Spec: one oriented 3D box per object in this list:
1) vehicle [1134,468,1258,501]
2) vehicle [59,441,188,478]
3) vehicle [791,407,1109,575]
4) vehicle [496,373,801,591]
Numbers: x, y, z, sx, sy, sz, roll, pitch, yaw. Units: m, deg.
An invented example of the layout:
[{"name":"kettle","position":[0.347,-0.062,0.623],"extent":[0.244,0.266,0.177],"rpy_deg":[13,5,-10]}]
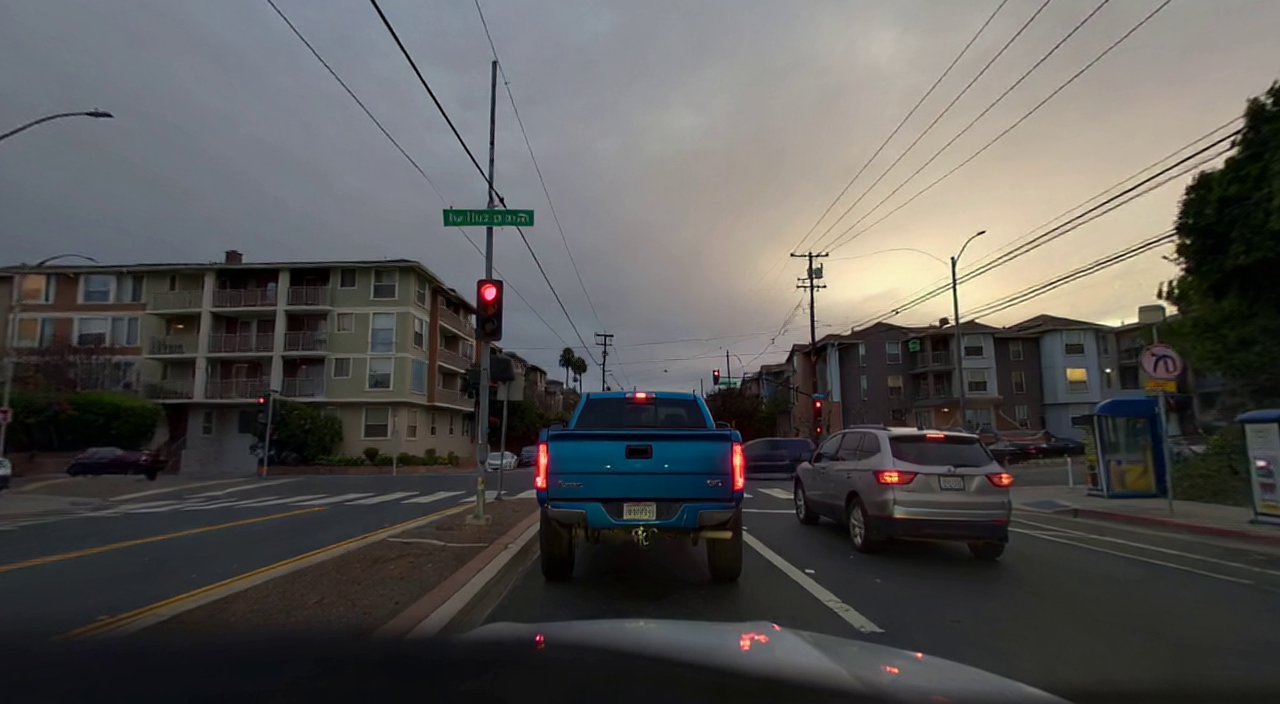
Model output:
[{"name":"vehicle","position":[26.367,6.276,29.985],"extent":[4.071,1.388,1.884],"rpy_deg":[0,-8,1]},{"name":"vehicle","position":[-24.866,5.182,30.475],"extent":[4.563,1.692,1.778],"rpy_deg":[0,-8,-1]},{"name":"vehicle","position":[3.849,1.816,9.097],"extent":[2.131,1.759,4.762],"rpy_deg":[0,-8,0]},{"name":"vehicle","position":[0.106,1.547,8.309],"extent":[2.738,1.959,5.070],"rpy_deg":[0,-8,1]}]
